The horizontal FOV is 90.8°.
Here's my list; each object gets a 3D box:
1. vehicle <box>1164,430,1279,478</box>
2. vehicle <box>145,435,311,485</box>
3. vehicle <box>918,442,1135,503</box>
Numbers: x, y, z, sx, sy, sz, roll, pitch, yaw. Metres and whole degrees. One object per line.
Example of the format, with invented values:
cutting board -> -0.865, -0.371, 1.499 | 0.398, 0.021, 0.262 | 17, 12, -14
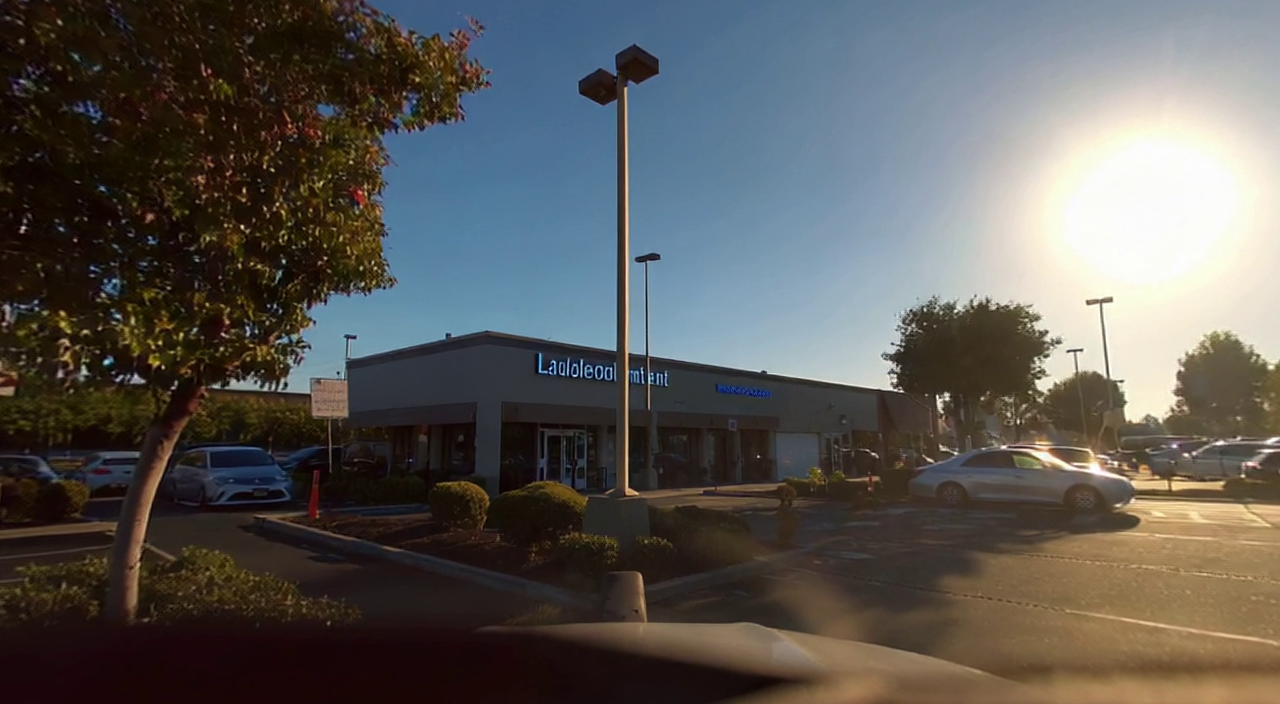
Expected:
vehicle -> 23.365, 3.870, 24.094 | 4.939, 1.664, 2.055 | -10, -10, 42
vehicle -> -15.248, 3.982, 23.598 | 1.921, 1.632, 4.752 | -8, -12, 42
vehicle -> 10.645, 3.286, 17.675 | 4.772, 1.441, 1.976 | -8, -12, 43
